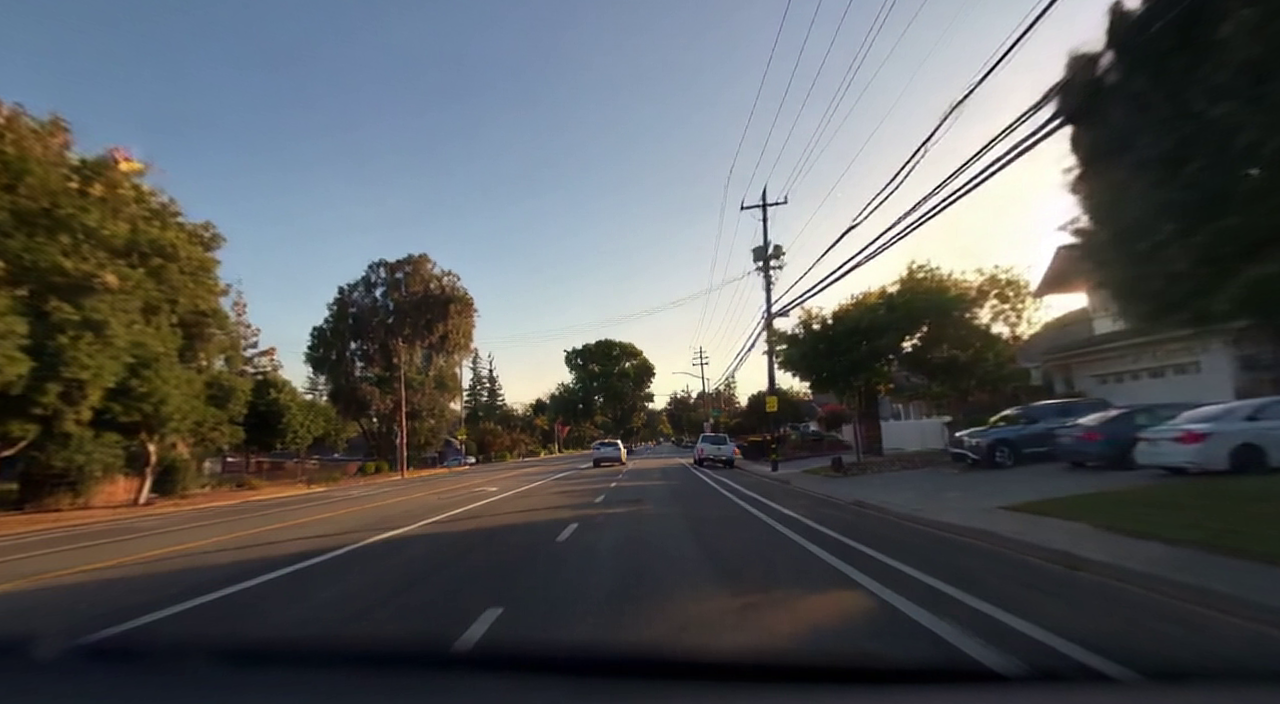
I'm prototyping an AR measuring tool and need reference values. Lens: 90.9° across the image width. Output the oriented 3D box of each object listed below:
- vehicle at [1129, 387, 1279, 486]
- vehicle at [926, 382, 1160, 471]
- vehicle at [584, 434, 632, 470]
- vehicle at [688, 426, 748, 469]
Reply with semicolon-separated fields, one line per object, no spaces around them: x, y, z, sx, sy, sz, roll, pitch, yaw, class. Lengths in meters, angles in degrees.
12.336;1.415;11.748;4.719;1.553;1.889;-5;-8;0;vehicle
11.290;2.153;18.002;5.042;1.803;2.134;-7;-9;0;vehicle
-1.722;5.633;35.694;2.327;1.861;4.941;-1;-9;2;vehicle
4.219;5.354;35.294;2.622;2.137;6.267;1;-9;1;vehicle
